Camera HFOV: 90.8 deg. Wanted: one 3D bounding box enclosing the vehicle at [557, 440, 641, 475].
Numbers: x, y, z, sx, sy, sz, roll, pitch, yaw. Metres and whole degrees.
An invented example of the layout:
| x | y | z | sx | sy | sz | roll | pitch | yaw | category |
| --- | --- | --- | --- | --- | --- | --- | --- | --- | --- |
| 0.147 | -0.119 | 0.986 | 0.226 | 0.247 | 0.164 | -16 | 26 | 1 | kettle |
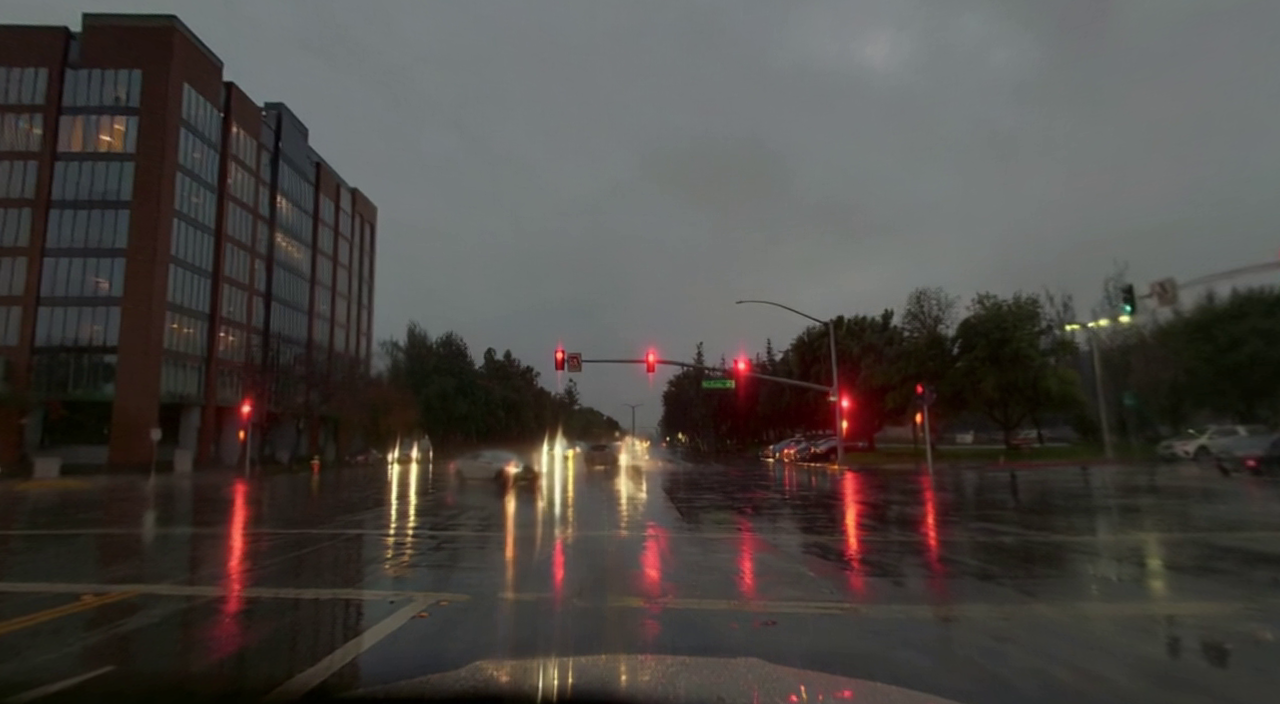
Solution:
| x | y | z | sx | sy | sz | roll | pitch | yaw | category |
| --- | --- | --- | --- | --- | --- | --- | --- | --- | --- |
| -1.998 | 4.852 | 29.171 | 2.109 | 1.461 | 4.637 | 4 | -10 | -28 | vehicle |

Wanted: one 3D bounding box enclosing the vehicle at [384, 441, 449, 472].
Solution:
| x | y | z | sx | sy | sz | roll | pitch | yaw | category |
| --- | --- | --- | --- | --- | --- | --- | --- | --- | --- |
| -15.136 | 7.121 | 43.243 | 2.340 | 1.946 | 5.450 | -1 | -9 | 1 | vehicle |

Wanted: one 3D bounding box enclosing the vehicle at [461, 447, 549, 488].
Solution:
| x | y | z | sx | sy | sz | roll | pitch | yaw | category |
| --- | --- | --- | --- | --- | --- | --- | --- | --- | --- |
| -4.911 | 4.082 | 22.611 | 1.910 | 1.288 | 4.093 | 5 | -10 | -29 | vehicle |

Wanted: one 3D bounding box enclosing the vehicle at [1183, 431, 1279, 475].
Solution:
| x | y | z | sx | sy | sz | roll | pitch | yaw | category |
| --- | --- | --- | --- | --- | --- | --- | --- | --- | --- |
| 22.324 | 3.559 | 22.367 | 4.474 | 1.477 | 1.908 | 0 | -9 | -3 | vehicle |

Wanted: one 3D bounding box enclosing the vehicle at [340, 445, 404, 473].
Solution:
| x | y | z | sx | sy | sz | roll | pitch | yaw | category |
| --- | --- | --- | --- | --- | --- | --- | --- | --- | --- |
| -18.558 | 7.408 | 44.080 | 2.237 | 1.842 | 5.116 | 0 | -9 | 0 | vehicle |
